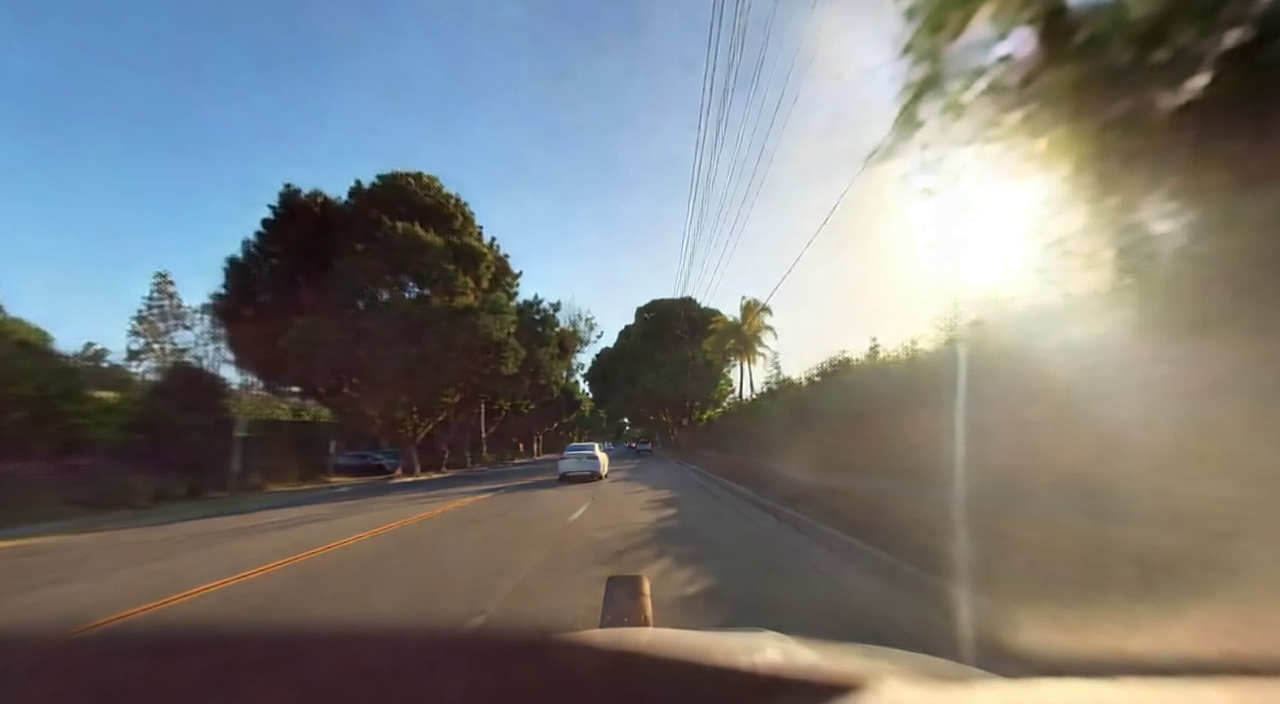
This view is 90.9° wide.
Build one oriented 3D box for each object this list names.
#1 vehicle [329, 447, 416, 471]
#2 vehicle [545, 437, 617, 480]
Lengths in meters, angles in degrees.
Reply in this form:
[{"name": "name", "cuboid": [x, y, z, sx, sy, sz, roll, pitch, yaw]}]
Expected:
[{"name": "vehicle", "cuboid": [-17.839, 7.140, 42.152, 4.916, 1.474, 2.008, 0, -8, 1]}, {"name": "vehicle", "cuboid": [-2.141, 4.049, 24.286, 2.153, 1.461, 4.374, -1, -8, 3]}]
